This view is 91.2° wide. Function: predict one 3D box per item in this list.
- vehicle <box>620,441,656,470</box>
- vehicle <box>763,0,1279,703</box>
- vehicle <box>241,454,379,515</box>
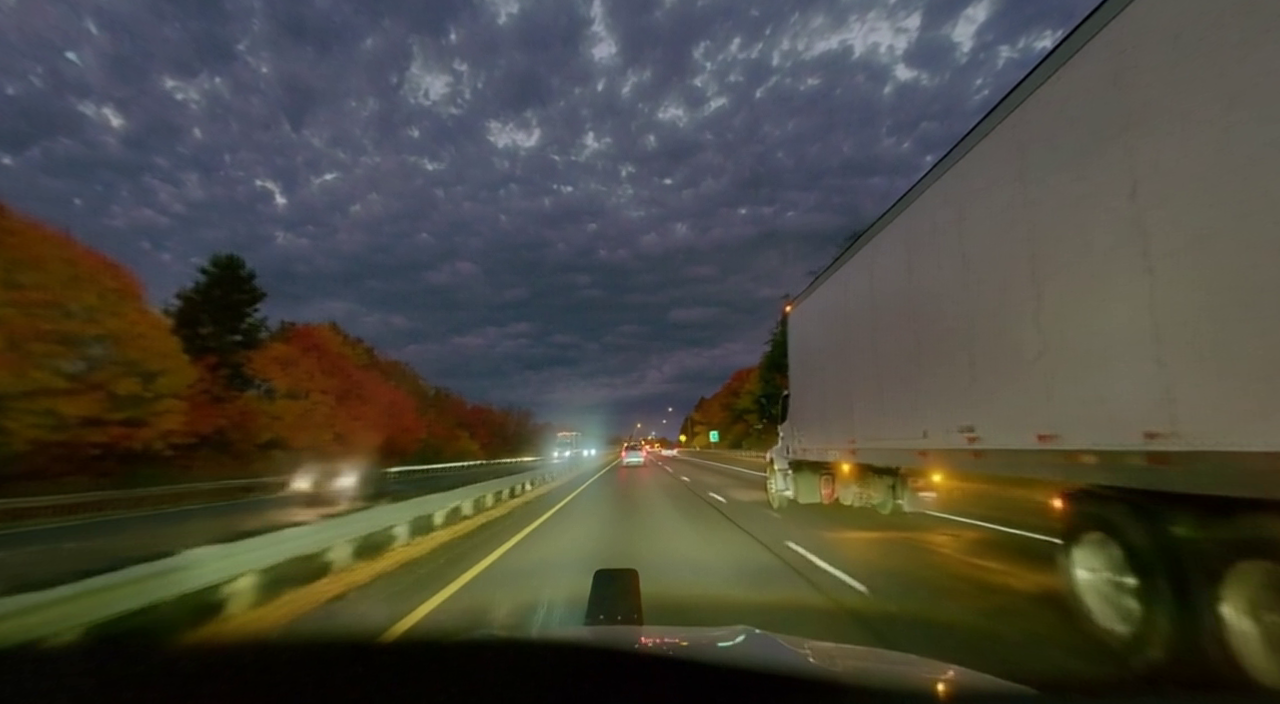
[{"bbox_3d":[-0.169,6.526,39.537,2.151,1.693,4.201,0,-9,-1],"label":"vehicle"},{"bbox_3d":[4.276,0.223,6.564,3.068,4.042,13.787,0,-9,0],"label":"vehicle"},{"bbox_3d":[-9.438,3.796,18.368,1.841,1.503,3.978,-1,-9,0],"label":"vehicle"}]
